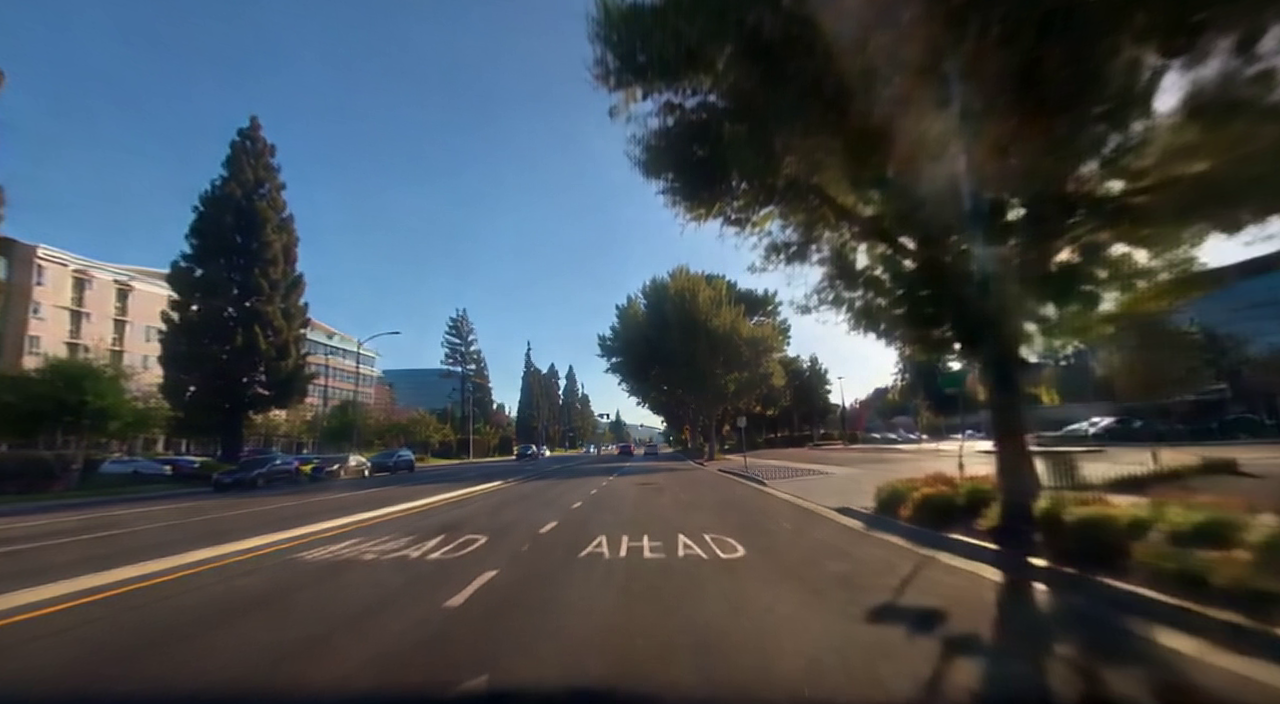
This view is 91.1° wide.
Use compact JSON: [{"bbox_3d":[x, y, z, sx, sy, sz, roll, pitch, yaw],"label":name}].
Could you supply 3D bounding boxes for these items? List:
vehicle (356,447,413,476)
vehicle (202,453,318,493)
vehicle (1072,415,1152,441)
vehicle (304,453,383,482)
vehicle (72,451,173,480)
[{"bbox_3d":[-17.045,7.290,42.119,1.998,1.724,4.486,-3,-9,0],"label":"vehicle"},{"bbox_3d":[-17.090,5.429,28.612,2.014,1.515,5.027,-1,-8,2],"label":"vehicle"},{"bbox_3d":[30.046,4.909,40.139,1.829,1.496,4.642,-1,-8,5],"label":"vehicle"},{"bbox_3d":[-17.151,6.679,36.586,1.955,1.486,5.112,-1,-8,2],"label":"vehicle"},{"bbox_3d":[-28.079,6.145,34.159,3.759,1.462,1.873,1,-8,-3],"label":"vehicle"}]
